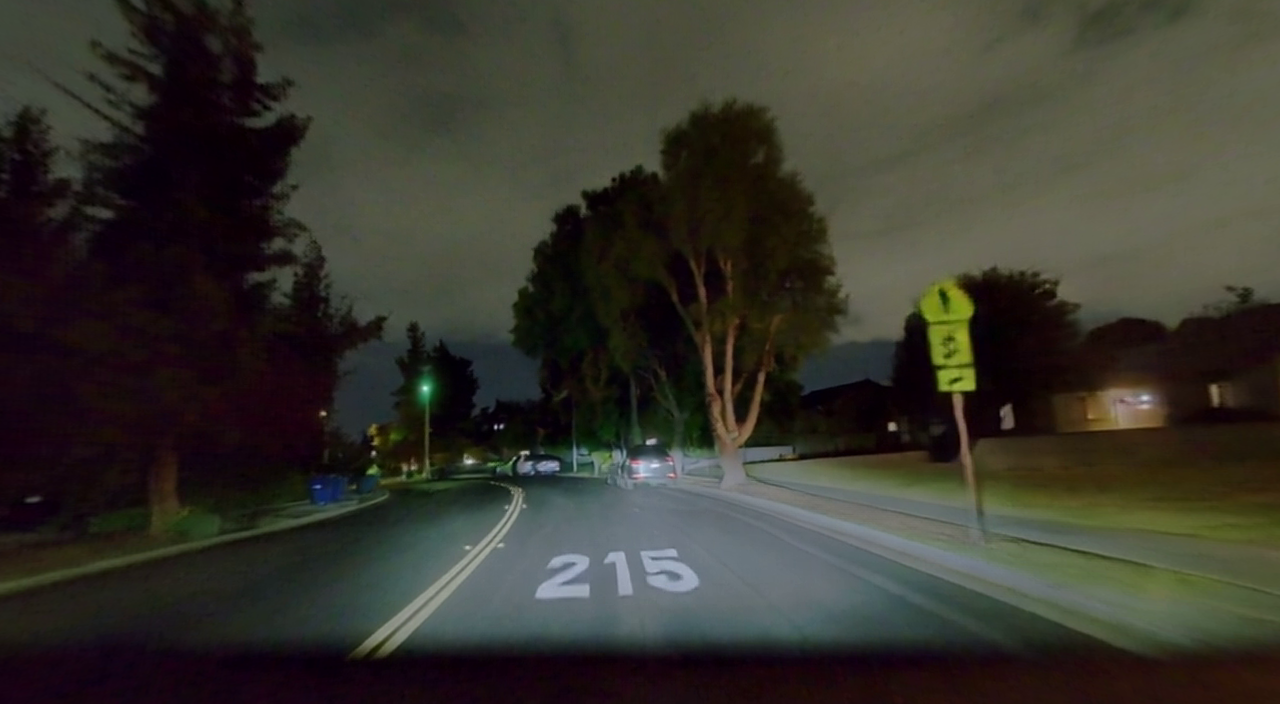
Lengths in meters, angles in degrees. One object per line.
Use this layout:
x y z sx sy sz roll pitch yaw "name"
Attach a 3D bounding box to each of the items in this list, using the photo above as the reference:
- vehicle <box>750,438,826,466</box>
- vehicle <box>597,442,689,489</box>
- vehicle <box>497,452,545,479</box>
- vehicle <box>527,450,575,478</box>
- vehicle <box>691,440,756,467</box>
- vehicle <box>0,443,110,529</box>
8.500 5.691 36.084 4.253 1.458 1.900 6 -11 -37 "vehicle"
-0.059 4.091 23.201 2.181 1.494 5.023 1 -9 -14 "vehicle"
-9.170 8.601 48.223 2.180 1.849 5.423 4 -9 -26 "vehicle"
-5.898 7.318 41.439 1.965 1.663 4.744 3 -9 -22 "vehicle"
5.332 6.398 40.142 4.157 1.431 1.753 4 -8 -41 "vehicle"
-13.736 2.610 12.337 4.664 1.580 1.973 2 -9 -18 "vehicle"
